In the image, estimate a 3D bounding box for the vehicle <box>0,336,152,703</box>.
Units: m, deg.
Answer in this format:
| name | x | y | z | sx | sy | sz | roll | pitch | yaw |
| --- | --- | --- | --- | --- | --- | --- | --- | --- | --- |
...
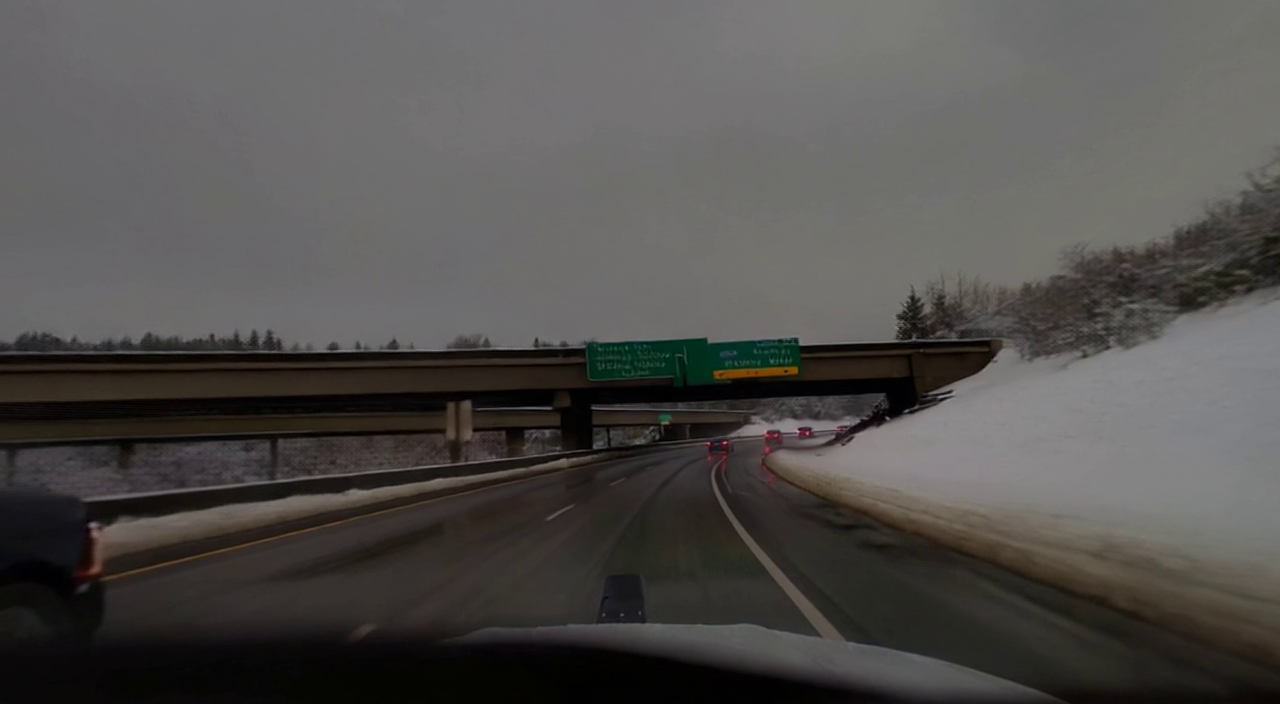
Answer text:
| name | x | y | z | sx | sy | sz | roll | pitch | yaw |
| --- | --- | --- | --- | --- | --- | --- | --- | --- | --- |
| vehicle | -3.452 | 0.496 | 0.564 | 2.106 | 1.640 | 4.853 | 0 | -9 | 0 |
